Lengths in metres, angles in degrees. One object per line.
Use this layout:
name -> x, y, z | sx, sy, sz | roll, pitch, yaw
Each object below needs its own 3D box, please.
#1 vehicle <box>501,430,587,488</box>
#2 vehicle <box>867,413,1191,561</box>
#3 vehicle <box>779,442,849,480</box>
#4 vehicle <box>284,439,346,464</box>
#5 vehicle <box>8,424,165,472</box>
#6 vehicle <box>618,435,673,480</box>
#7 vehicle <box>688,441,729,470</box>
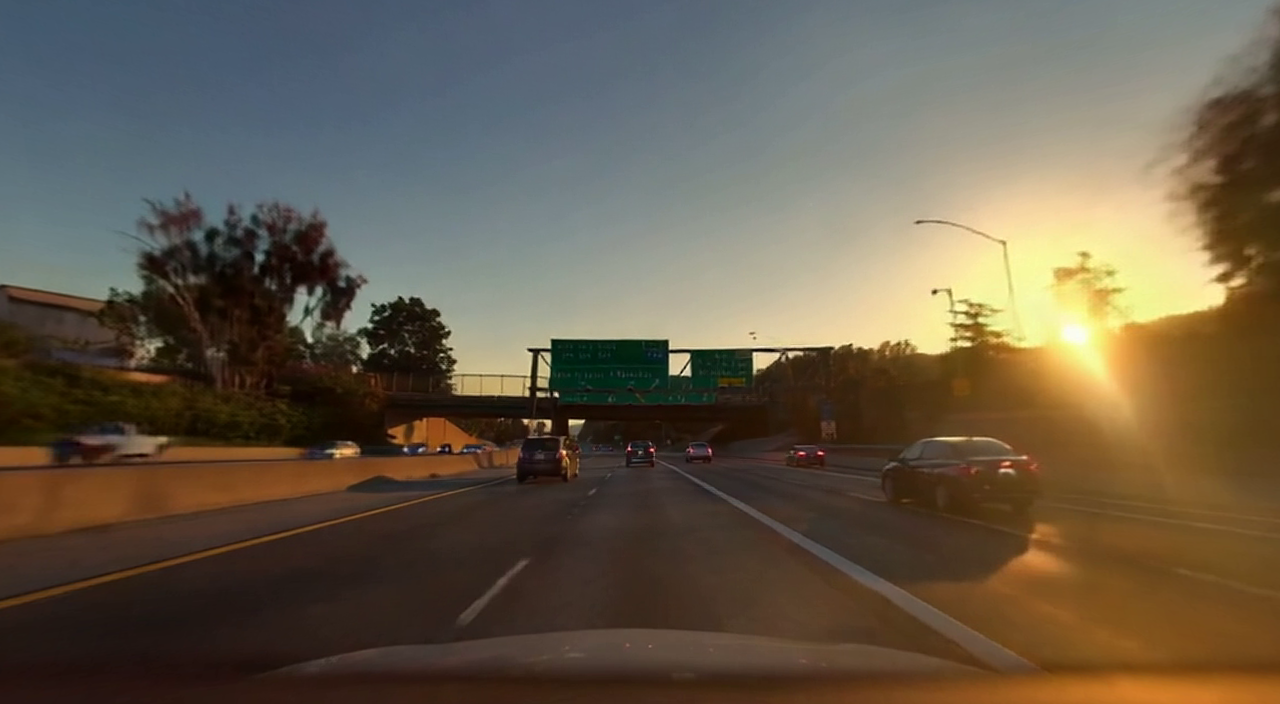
vehicle -> -3.214, 3.722, 22.181 | 2.199, 1.777, 4.790 | 0, -9, 1
vehicle -> 5.316, 1.905, 9.640 | 2.041, 1.669, 4.712 | 0, -9, 2
vehicle -> 7.743, 4.865, 28.421 | 1.989, 1.569, 3.964 | 0, -9, -1
vehicle -> -21.757, 6.657, 42.341 | 1.878, 1.579, 4.158 | 0, -9, 1
vehicle -> -25.393, 4.451, 29.250 | 2.490, 1.995, 5.219 | 0, -9, 0
vehicle -> 0.209, 4.476, 26.924 | 2.181, 1.728, 3.970 | 0, -9, 0
vehicle -> 4.246, 6.489, 39.577 | 2.022, 1.682, 4.226 | 0, -9, -1
